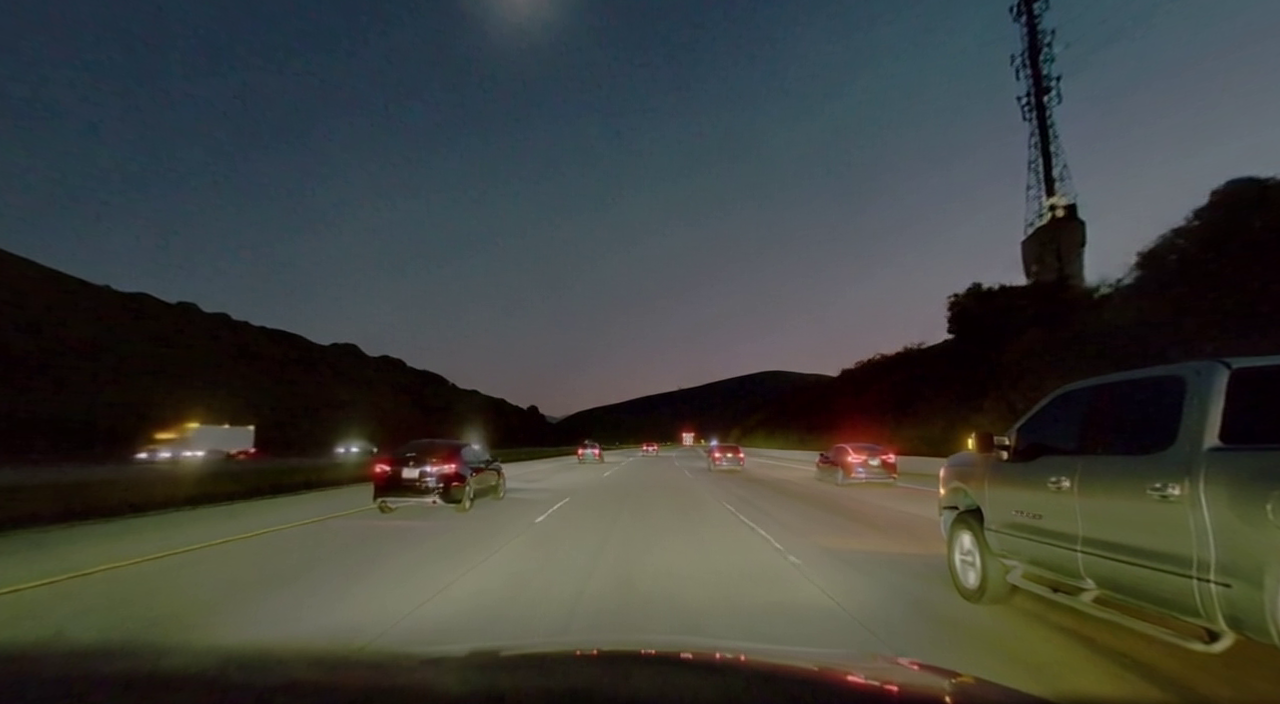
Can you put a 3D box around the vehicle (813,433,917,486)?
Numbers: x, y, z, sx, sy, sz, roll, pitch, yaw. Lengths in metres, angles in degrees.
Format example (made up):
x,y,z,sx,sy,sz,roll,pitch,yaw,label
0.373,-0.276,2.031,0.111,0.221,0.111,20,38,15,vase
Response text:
x,y,z,sx,sy,sz,roll,pitch,yaw,label
7.691,3.717,22.058,1.986,1.633,4.430,0,-8,0,vehicle

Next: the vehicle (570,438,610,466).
x,y,z,sx,sy,sz,roll,pitch,yaw,label
-3.121,6.342,40.058,2.021,1.679,4.310,-1,-8,2,vehicle

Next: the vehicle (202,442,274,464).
x,y,z,sx,sy,sz,roll,pitch,yaw,label
-30.110,7.549,47.477,1.860,1.551,5.189,0,-8,2,vehicle

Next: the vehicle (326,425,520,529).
x,y,z,sx,sy,sz,roll,pitch,yaw,label
-3.887,2.329,12.324,2.113,1.636,4.494,0,-8,1,vehicle

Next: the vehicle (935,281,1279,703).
x,y,z,sx,sy,sz,roll,pitch,yaw,label
3.450,0.720,2.482,2.098,1.925,5.171,0,-8,1,vehicle

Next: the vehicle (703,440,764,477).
x,y,z,sx,sy,sz,roll,pitch,yaw,label
4.040,4.699,28.085,2.046,1.471,4.333,0,-8,0,vehicle
